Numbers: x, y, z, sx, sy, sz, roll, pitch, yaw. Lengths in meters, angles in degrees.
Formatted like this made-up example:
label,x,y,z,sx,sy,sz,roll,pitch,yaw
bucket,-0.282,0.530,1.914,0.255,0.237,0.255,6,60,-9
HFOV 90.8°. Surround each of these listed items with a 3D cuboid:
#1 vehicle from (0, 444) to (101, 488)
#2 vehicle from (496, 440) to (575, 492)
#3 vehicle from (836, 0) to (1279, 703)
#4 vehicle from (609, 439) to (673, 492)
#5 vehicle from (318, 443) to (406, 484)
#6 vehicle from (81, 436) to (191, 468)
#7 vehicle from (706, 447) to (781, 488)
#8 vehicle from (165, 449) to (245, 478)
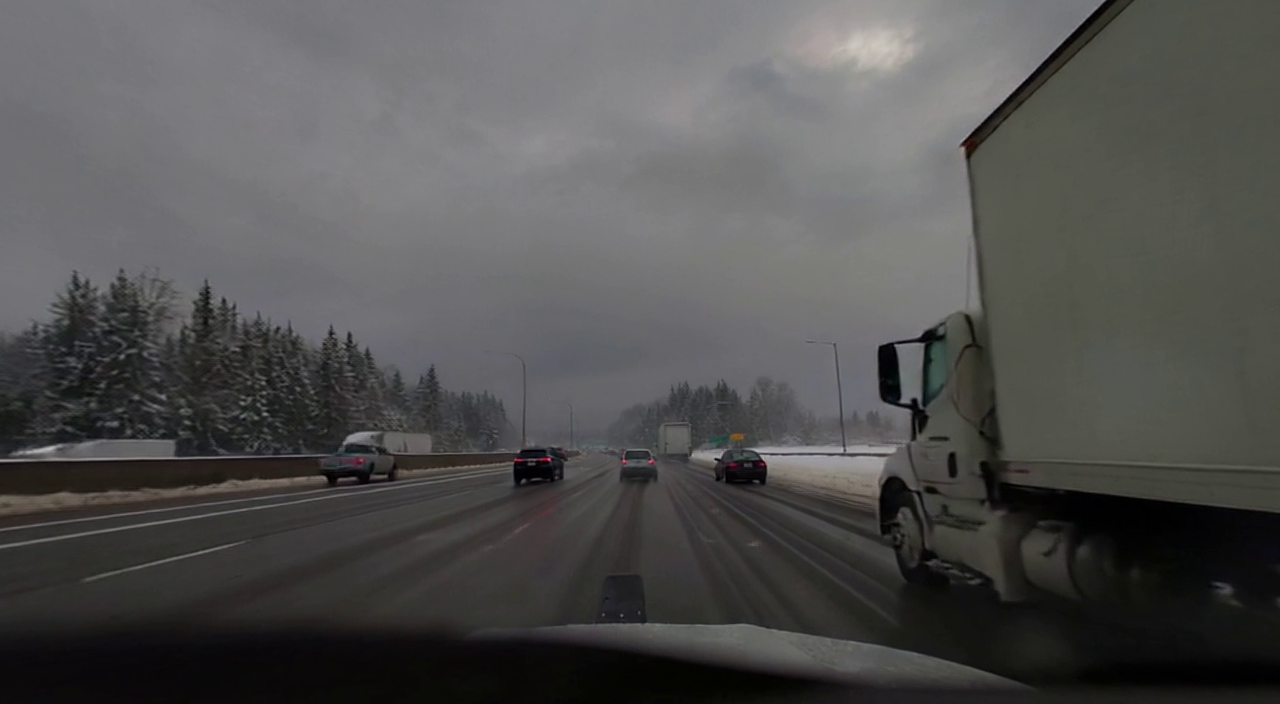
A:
label,x,y,z,sx,sy,sz,roll,pitch,yaw
vehicle,-34.607,6.299,35.354,2.693,2.275,6.870,0,-8,1
vehicle,-3.707,4.139,23.313,1.988,1.696,4.754,0,-8,1
vehicle,3.726,0.049,2.591,2.836,3.508,8.723,0,-8,-1
vehicle,0.045,4.066,23.036,2.103,1.717,4.399,0,-9,0
vehicle,-12.852,5.152,29.527,1.946,1.773,4.446,0,-9,2
vehicle,-34.464,6.842,43.546,2.655,2.004,5.875,0,-8,1
vehicle,4.013,4.563,25.394,2.146,1.482,4.665,0,-8,-1
vehicle,-23.328,5.964,34.045,1.672,1.455,3.542,0,-9,2
